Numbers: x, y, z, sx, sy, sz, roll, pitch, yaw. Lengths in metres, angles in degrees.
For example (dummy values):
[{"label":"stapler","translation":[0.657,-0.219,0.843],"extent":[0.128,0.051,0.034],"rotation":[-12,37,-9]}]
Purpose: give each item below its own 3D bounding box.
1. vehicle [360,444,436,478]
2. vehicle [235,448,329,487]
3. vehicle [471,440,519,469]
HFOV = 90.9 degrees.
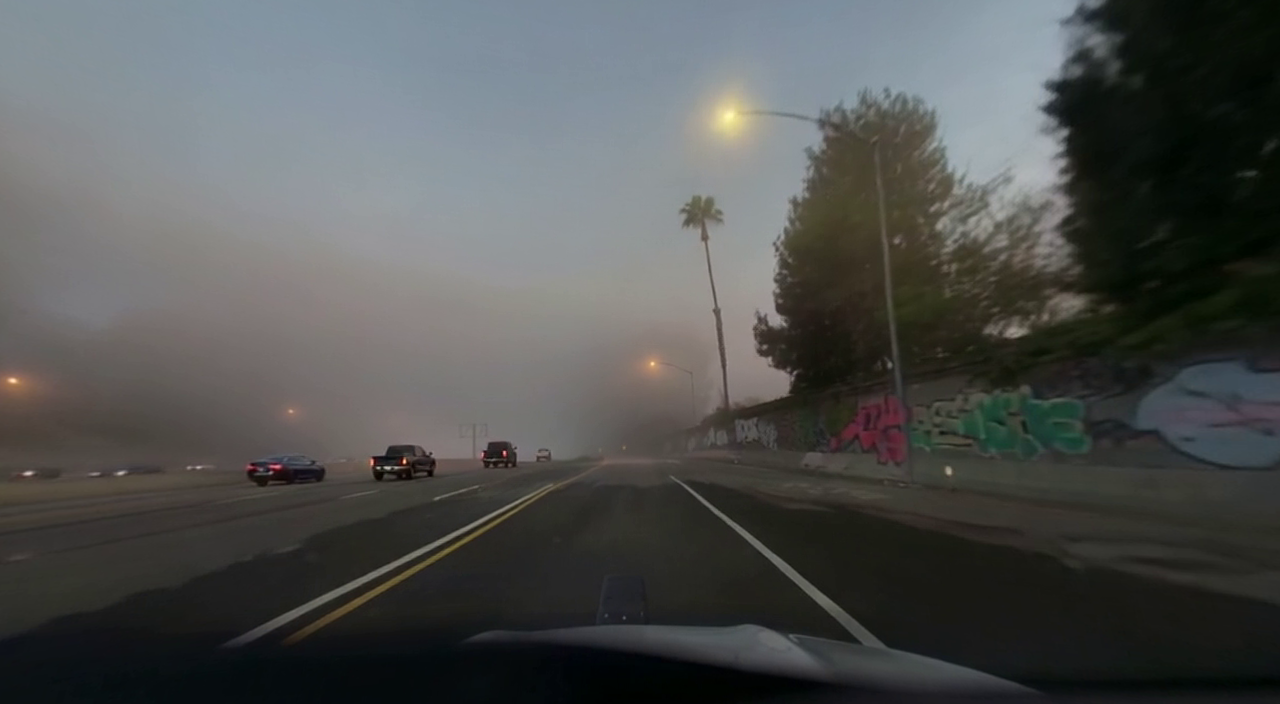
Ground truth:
[{"label":"vehicle","translation":[-14.367,6.472,37.854],"extent":[2.272,1.882,5.941],"rotation":[0,-8,-1]},{"label":"vehicle","translation":[-18.323,5.880,32.596],"extent":[2.078,1.802,4.723],"rotation":[0,-8,0]},{"label":"vehicle","translation":[-10.859,7.697,47.646],"extent":[2.342,1.999,5.594],"rotation":[0,-8,-1]}]
